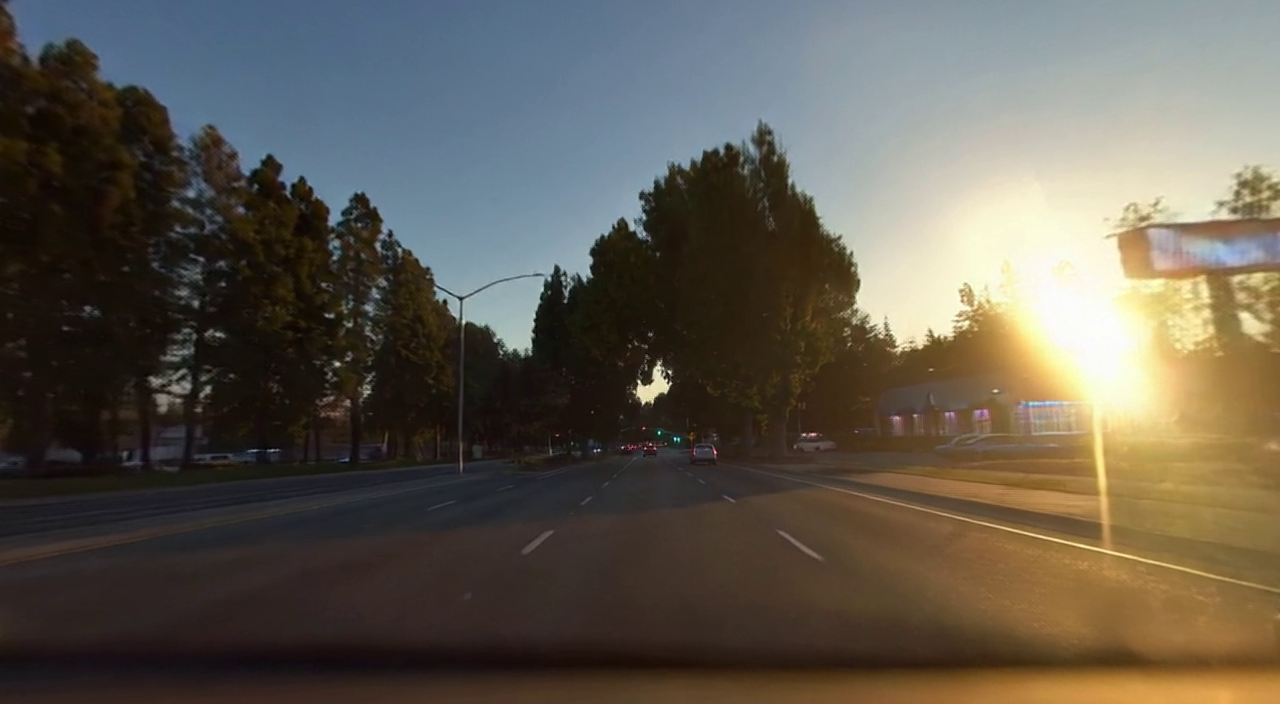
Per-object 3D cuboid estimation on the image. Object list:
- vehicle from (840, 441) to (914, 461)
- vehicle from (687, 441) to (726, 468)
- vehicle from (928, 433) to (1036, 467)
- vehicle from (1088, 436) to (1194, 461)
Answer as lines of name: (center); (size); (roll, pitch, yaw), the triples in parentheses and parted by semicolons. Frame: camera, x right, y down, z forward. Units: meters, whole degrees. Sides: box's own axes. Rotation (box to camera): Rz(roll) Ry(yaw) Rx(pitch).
vehicle: (17.332, 7.282, 46.303); (4.685, 1.478, 1.849); (0, -9, 2)
vehicle: (4.255, 6.629, 40.986); (2.007, 1.683, 4.171); (0, -8, -1)
vehicle: (17.867, 5.132, 33.103); (4.386, 1.701, 2.121); (-1, -8, 3)
vehicle: (32.405, 6.245, 40.876); (5.080, 1.504, 1.946); (-8, -12, 44)
